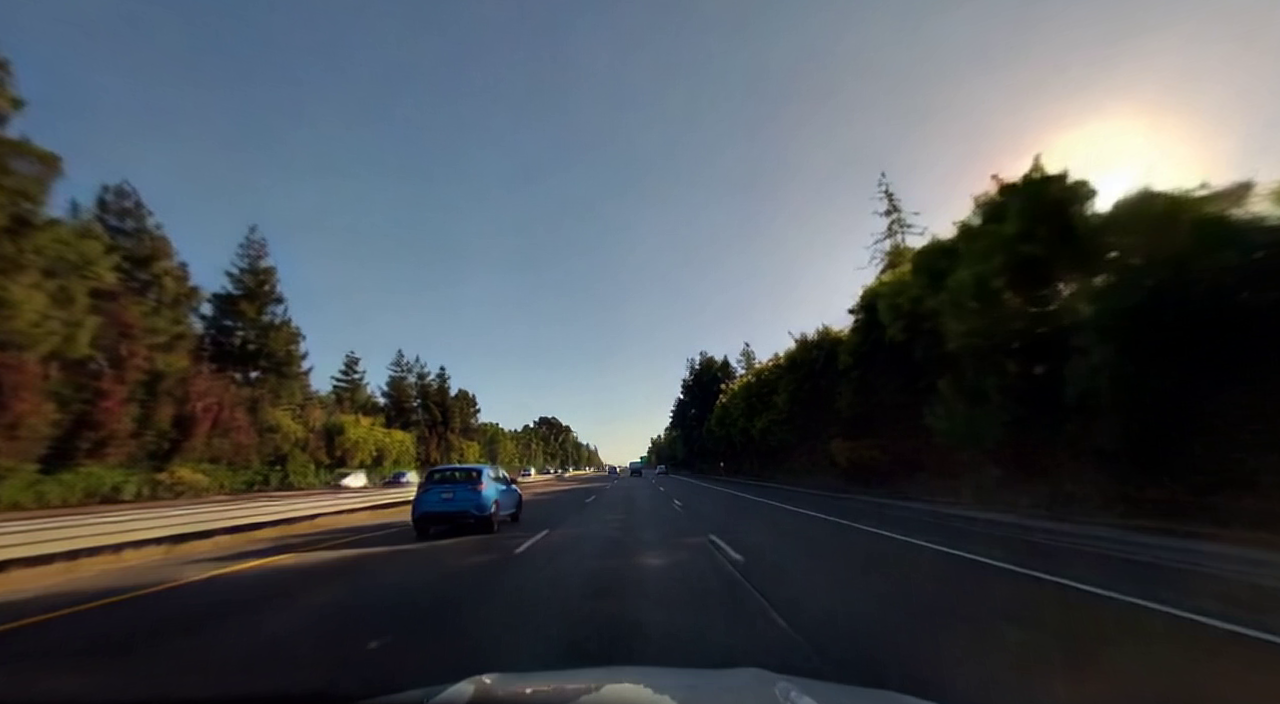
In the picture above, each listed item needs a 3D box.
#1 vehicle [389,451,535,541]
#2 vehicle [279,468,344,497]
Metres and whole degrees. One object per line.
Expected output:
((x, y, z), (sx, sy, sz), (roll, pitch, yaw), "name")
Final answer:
((-3.483, 2.919, 13.185), (1.797, 1.532, 4.072), (1, -10, 1), "vehicle")
((-16.007, 6.353, 30.867), (1.466, 1.333, 3.189), (1, -10, -1), "vehicle")
